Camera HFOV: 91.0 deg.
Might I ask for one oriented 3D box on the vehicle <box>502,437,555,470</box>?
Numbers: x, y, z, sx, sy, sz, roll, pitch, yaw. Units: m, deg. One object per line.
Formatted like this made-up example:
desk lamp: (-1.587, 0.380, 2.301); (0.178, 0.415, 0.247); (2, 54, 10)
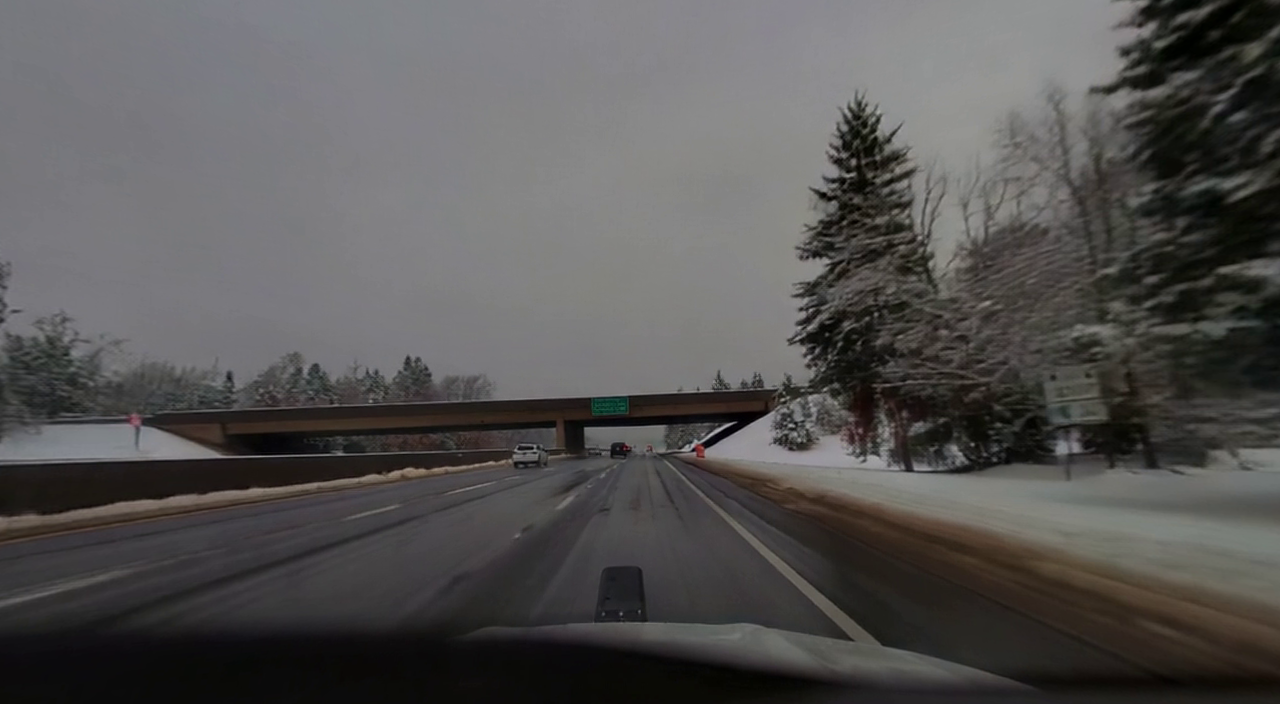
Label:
vehicle: (-6.467, 5.956, 37.032); (2.103, 1.775, 4.966); (0, -9, 1)
